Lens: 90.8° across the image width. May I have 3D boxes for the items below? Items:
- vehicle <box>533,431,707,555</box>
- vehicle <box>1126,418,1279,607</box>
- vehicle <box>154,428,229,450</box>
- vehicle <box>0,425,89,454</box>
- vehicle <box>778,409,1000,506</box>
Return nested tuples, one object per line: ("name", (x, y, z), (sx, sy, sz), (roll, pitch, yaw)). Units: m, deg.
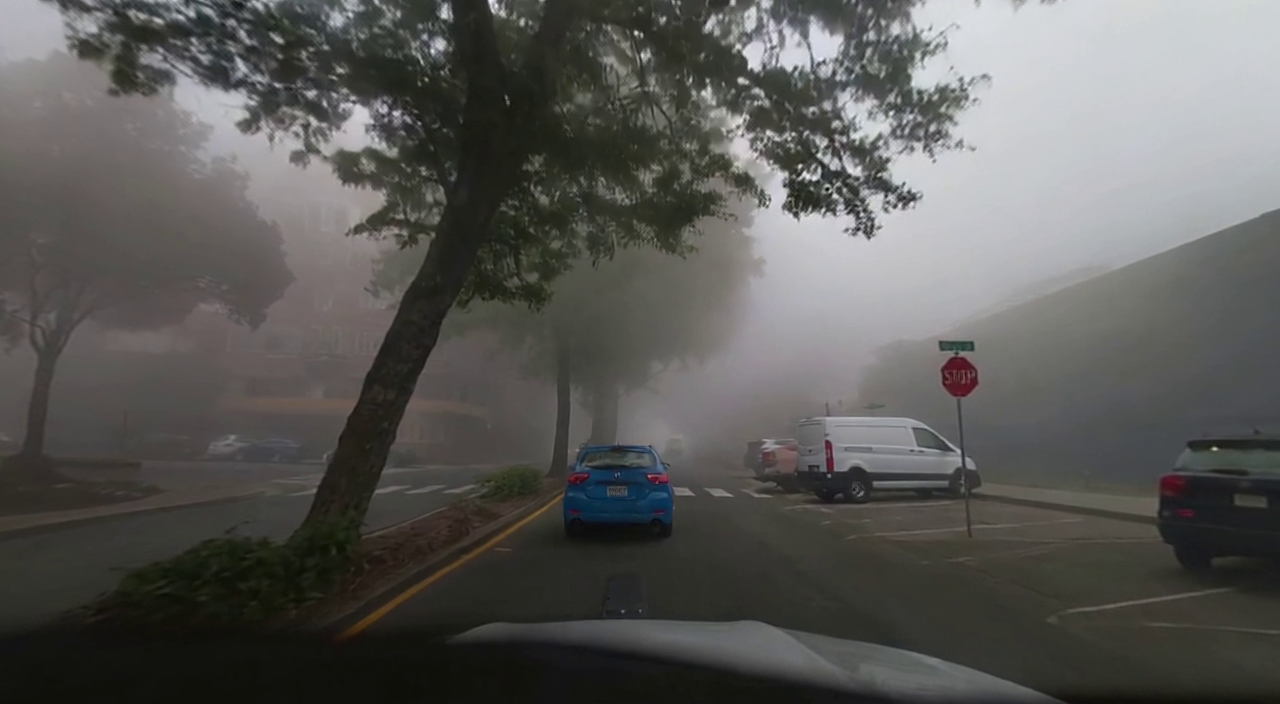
("vehicle", (-0.304, 2.023, 9.828), (2.065, 1.450, 4.522), (0, -9, -2))
("vehicle", (7.298, 1.596, 6.765), (3.957, 1.650, 1.971), (6, -10, -33))
("vehicle", (-32.251, 6.274, 45.473), (3.915, 1.574, 1.850), (0, -9, 2))
("vehicle", (-32.189, 4.649, 33.404), (4.006, 1.491, 2.007), (1, -9, -5))
("vehicle", (6.430, 2.675, 16.273), (5.385, 2.146, 2.143), (4, -10, -26))
